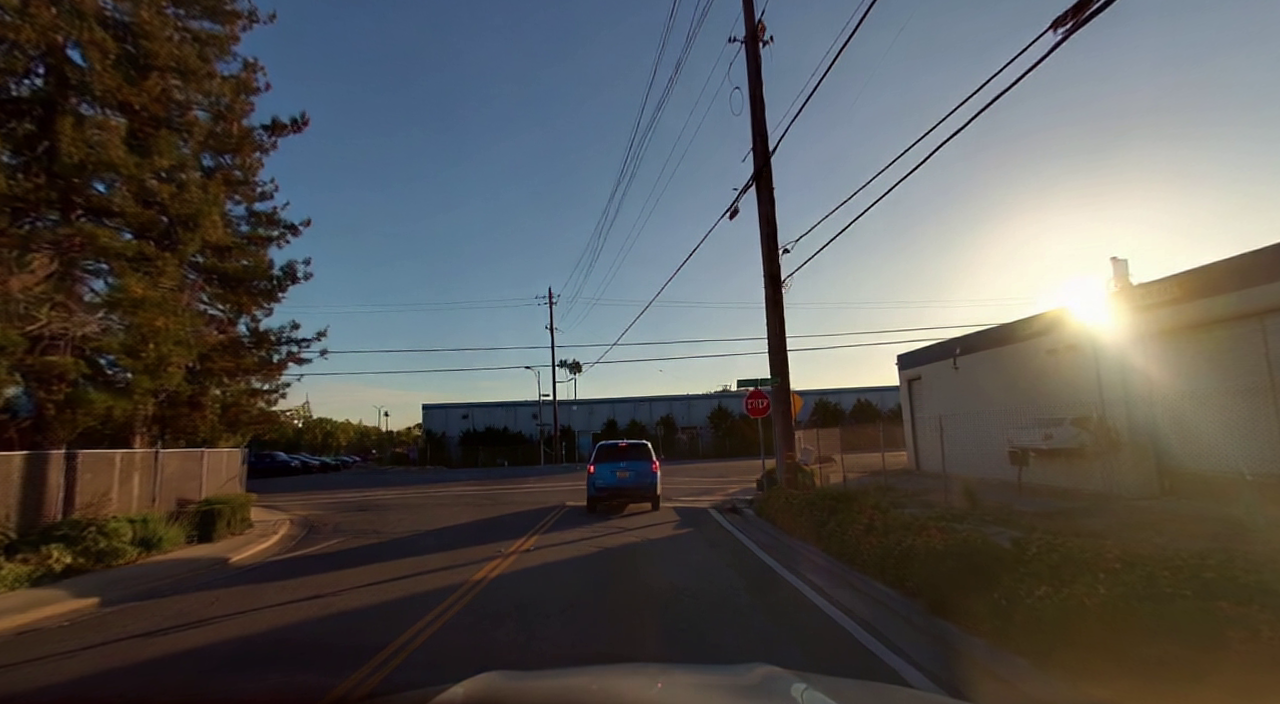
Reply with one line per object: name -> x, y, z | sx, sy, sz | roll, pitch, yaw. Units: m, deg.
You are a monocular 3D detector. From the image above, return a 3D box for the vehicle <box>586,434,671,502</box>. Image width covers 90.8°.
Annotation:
vehicle -> -0.388, 3.224, 18.036 | 2.137, 1.698, 4.166 | 0, -8, -3
